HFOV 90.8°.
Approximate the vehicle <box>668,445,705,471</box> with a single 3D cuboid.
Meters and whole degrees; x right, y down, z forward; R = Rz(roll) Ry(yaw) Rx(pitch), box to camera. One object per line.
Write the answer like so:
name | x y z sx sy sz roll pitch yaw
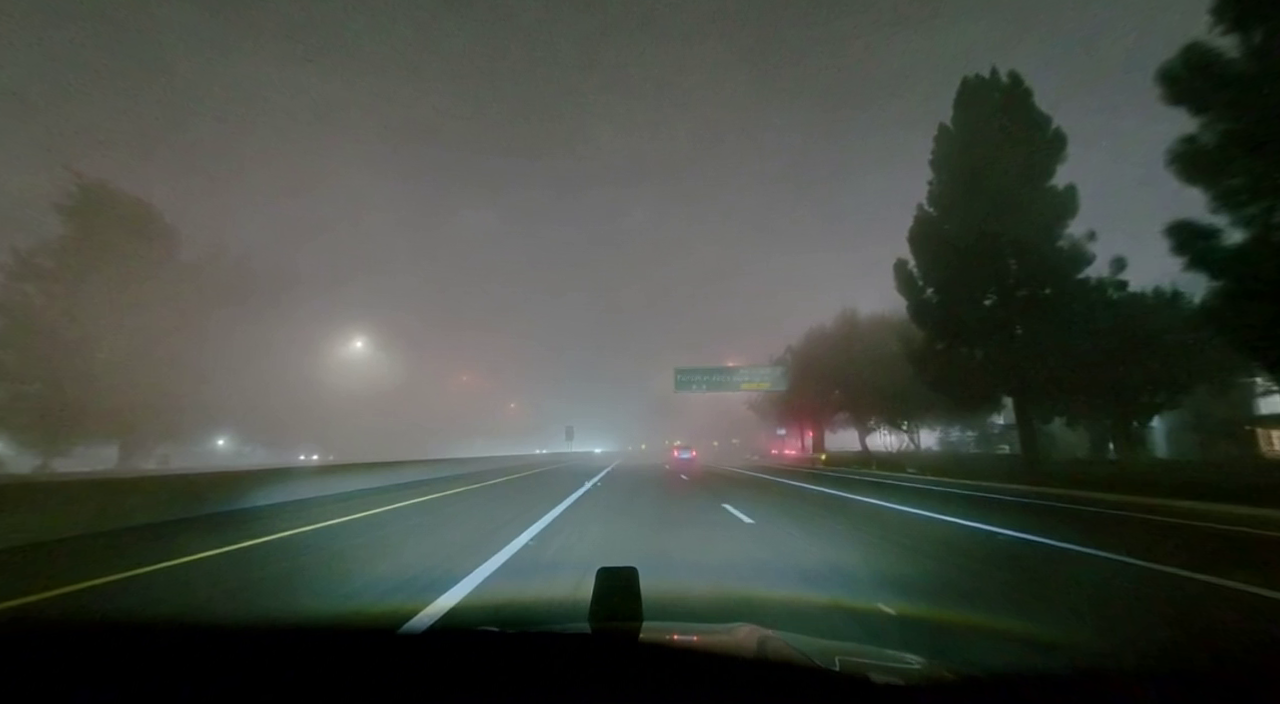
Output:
vehicle | 3.195 7.395 44.220 2.083 1.643 4.565 1 -8 -2
